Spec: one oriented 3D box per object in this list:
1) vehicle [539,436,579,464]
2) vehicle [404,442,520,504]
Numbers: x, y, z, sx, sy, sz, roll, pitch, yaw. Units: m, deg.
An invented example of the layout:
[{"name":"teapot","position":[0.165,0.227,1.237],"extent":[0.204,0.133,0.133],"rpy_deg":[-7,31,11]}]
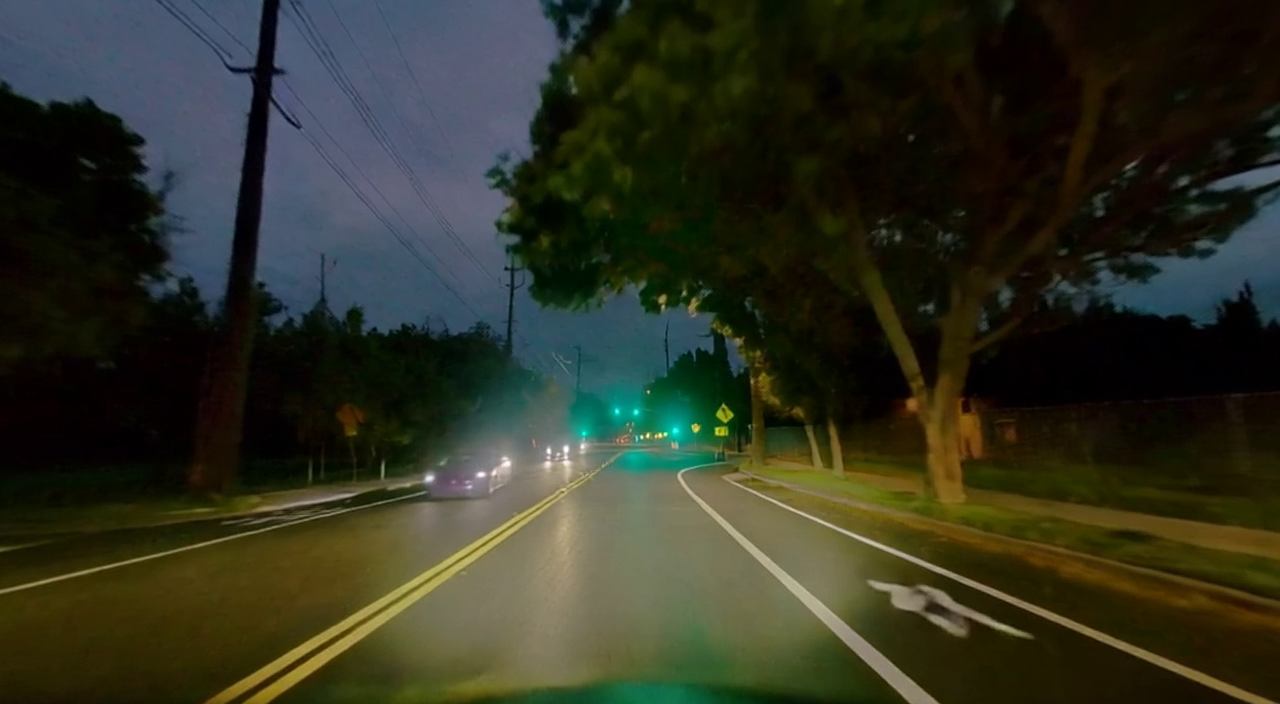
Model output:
[{"name":"vehicle","position":[-5.510,6.738,43.445],"extent":[2.228,1.792,4.397],"rpy_deg":[0,-8,-1]},{"name":"vehicle","position":[-4.728,3.247,17.462],"extent":[1.966,1.468,4.207],"rpy_deg":[0,-8,0]}]
